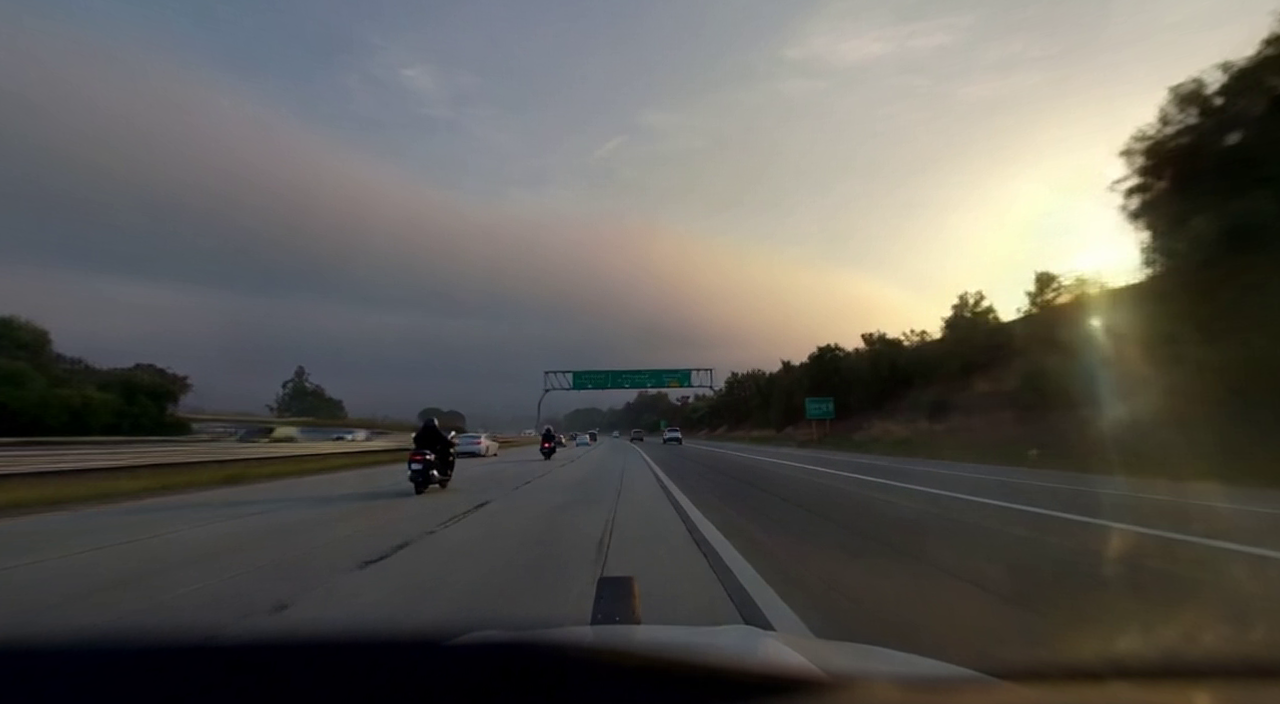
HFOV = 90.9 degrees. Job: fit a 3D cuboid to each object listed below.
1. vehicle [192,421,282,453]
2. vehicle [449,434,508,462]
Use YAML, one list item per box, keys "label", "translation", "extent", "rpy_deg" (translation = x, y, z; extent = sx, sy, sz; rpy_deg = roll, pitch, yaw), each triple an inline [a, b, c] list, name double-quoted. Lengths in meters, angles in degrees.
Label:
- label: "vehicle"
  translation: [-20.955, 4.439, 32.973]
  extent: [1.896, 1.529, 4.323]
  rpy_deg: [0, -8, -1]
- label: "vehicle"
  translation: [-8.787, 5.218, 34.616]
  extent: [2.053, 1.409, 4.704]
  rpy_deg: [0, -8, -1]
